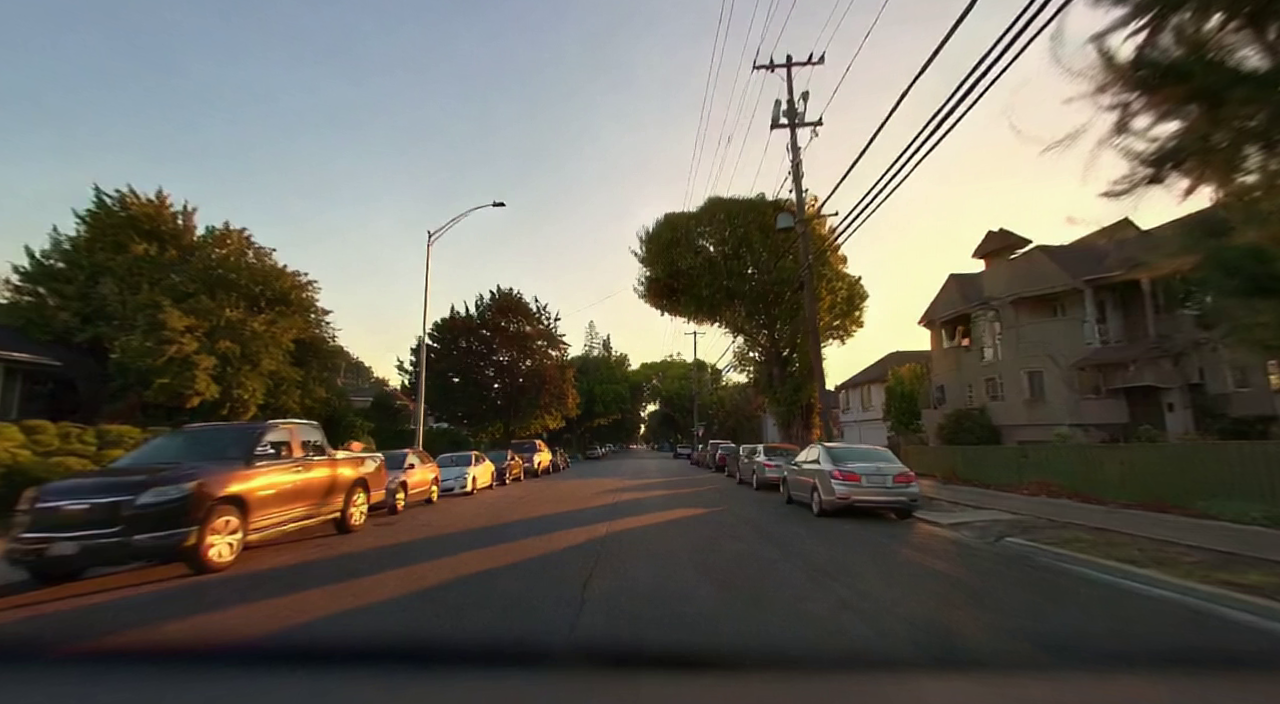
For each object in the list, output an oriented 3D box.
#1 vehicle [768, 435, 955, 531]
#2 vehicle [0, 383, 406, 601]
[{"bbox_3d":[4.084,2.472,12.615,1.871,1.522,4.746,0,-8,-2],"label":"vehicle"},{"bbox_3d":[-5.723,1.756,8.923,2.384,1.992,5.965,-2,-9,2],"label":"vehicle"}]
